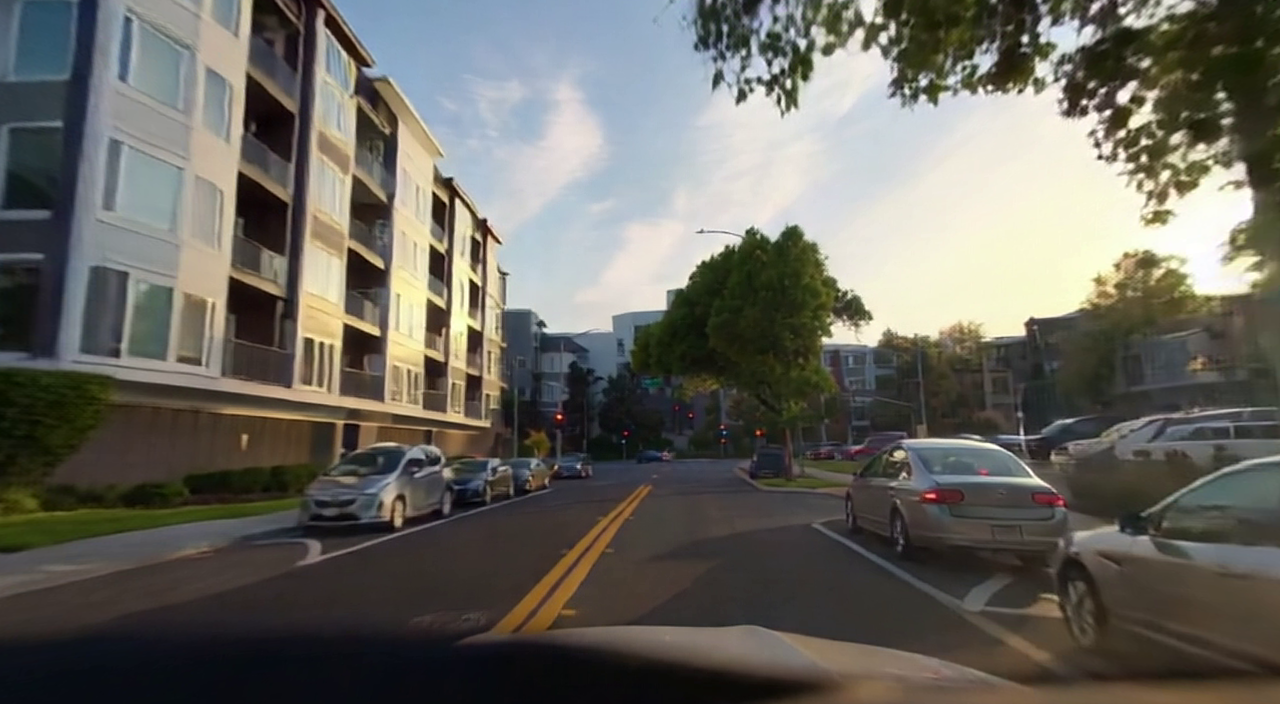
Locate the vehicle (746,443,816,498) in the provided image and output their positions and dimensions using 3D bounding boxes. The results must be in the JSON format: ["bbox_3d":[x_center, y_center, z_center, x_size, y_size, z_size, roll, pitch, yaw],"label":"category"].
[{"bbox_3d":[5.352,4.517,24.654,2.034,1.689,4.978,-1,-6,5],"label":"vehicle"}]

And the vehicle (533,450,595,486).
[{"bbox_3d":[-3.369,5.246,28.956,1.934,1.484,4.630,-1,-8,5],"label":"vehicle"}]

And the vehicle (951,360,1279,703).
[{"bbox_3d":[3.567,0.972,3.006,2.153,1.685,4.586,-1,-8,5],"label":"vehicle"}]

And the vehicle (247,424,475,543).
[{"bbox_3d":[-4.971,2.389,12.202,1.993,1.817,4.619,-1,-8,4],"label":"vehicle"}]
